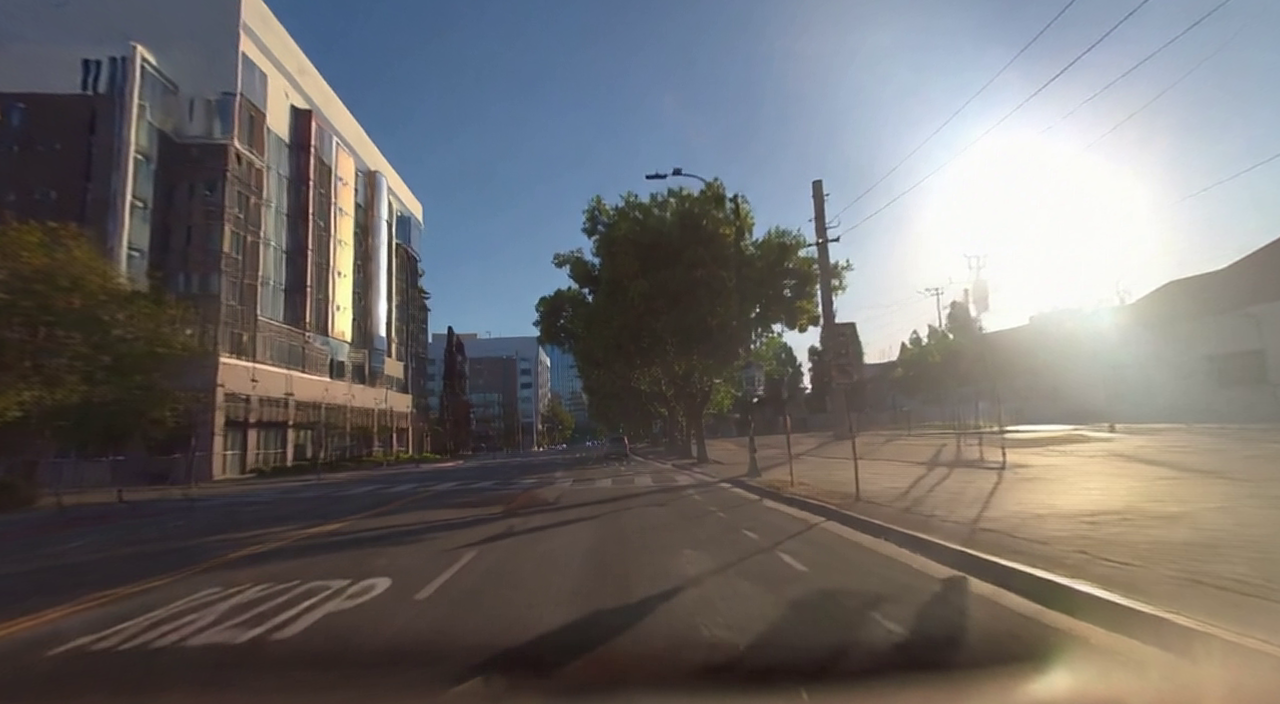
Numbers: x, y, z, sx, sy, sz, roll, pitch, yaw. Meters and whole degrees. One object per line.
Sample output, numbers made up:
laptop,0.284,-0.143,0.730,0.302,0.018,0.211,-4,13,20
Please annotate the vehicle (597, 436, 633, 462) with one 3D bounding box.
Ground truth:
vehicle,-1.552,5.915,38.907,2.131,1.474,4.146,0,-8,-2
